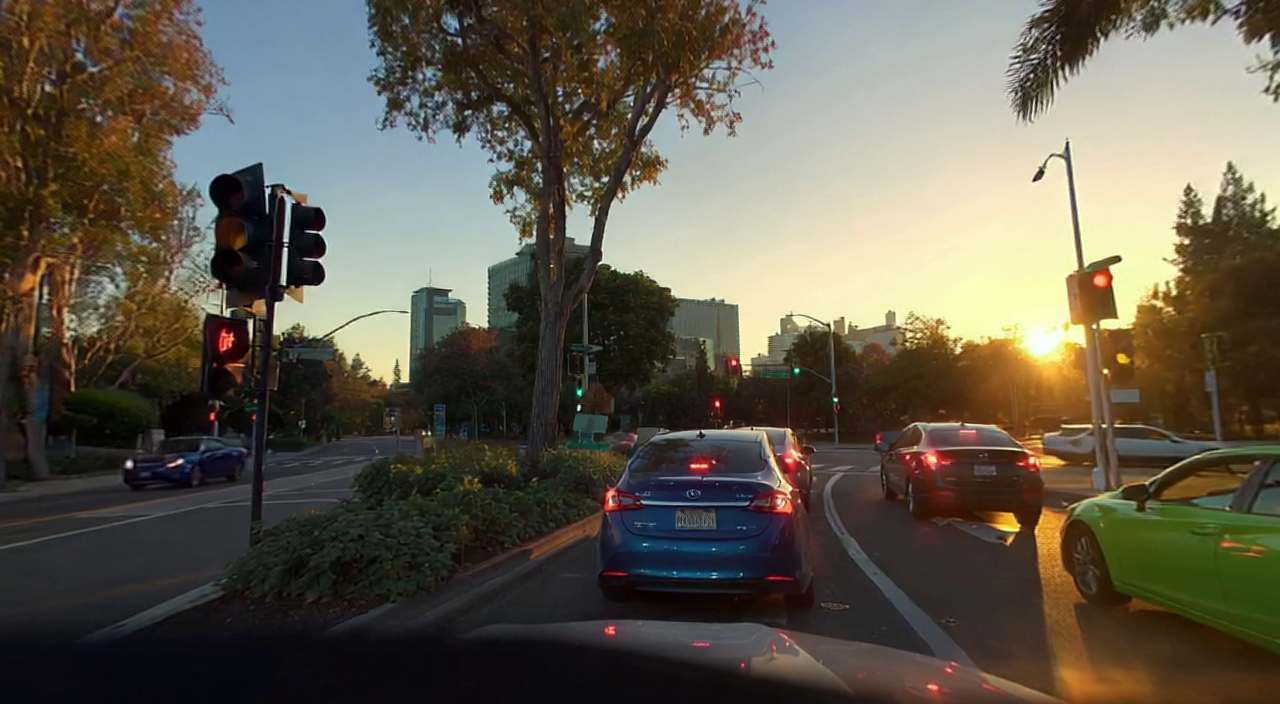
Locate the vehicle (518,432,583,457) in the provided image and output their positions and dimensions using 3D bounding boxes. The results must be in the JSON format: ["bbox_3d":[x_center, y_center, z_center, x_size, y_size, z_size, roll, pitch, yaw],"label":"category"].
[{"bbox_3d":[-5.973,6.110,41.543,1.932,1.573,4.509,8,-11,-44],"label":"vehicle"}]

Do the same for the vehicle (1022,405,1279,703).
[{"bbox_3d":[4.238,1.060,3.369,1.954,1.508,4.441,-1,-8,6],"label":"vehicle"}]

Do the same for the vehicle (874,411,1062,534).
[{"bbox_3d":[5.529,2.046,11.292,2.102,1.717,4.373,-2,-9,16],"label":"vehicle"}]

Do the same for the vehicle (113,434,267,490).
[{"bbox_3d":[-13.287,3.246,18.982,1.976,1.458,4.645,2,-8,-12],"label":"vehicle"}]

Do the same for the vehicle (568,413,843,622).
[{"bbox_3d":[0.851,1.498,6.695,2.052,1.483,3.928,-2,-8,12],"label":"vehicle"}]

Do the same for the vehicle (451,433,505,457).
[{"bbox_3d":[-12.479,7.121,48.192,1.972,1.705,4.457,8,-11,-44],"label":"vehicle"}]
